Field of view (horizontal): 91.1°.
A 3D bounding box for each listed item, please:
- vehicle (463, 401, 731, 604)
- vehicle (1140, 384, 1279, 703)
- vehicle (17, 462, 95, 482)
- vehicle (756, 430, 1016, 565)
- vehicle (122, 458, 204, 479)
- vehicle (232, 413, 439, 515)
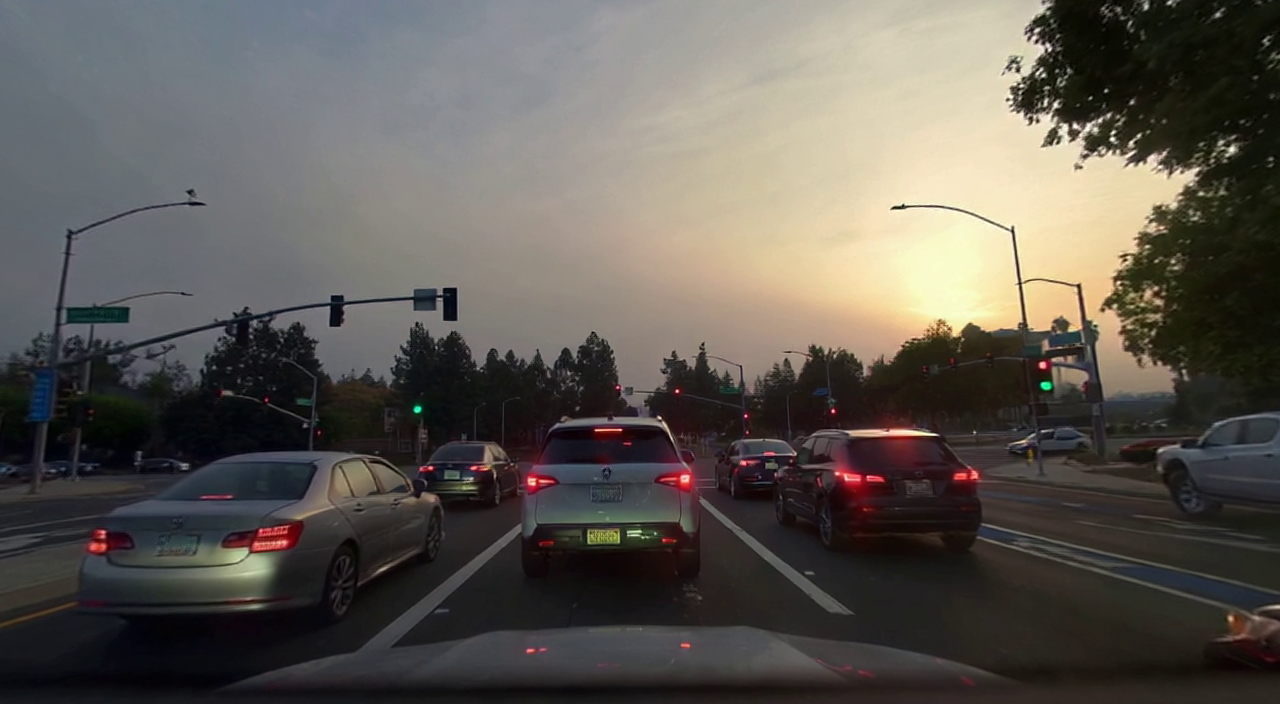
[{"bbox_3d":[-0.332,1.573,7.404,2.256,1.694,4.055,0,-9,1],"label":"vehicle"},{"bbox_3d":[3.281,0.637,0.628,1.980,1.515,4.362,0,-9,1],"label":"vehicle"},{"bbox_3d":[-45.709,9.370,49.165,4.232,1.498,1.791,0,-9,1],"label":"vehicle"},{"bbox_3d":[3.136,1.951,9.240,1.971,1.473,4.495,0,-9,0],"label":"vehicle"},{"bbox_3d":[-37.366,9.118,49.233,4.914,1.487,1.850,0,-9,1],"label":"vehicle"},{"bbox_3d":[-6.742,2.556,14.771,2.214,1.953,5.017,0,-9,1],"label":"vehicle"}]
